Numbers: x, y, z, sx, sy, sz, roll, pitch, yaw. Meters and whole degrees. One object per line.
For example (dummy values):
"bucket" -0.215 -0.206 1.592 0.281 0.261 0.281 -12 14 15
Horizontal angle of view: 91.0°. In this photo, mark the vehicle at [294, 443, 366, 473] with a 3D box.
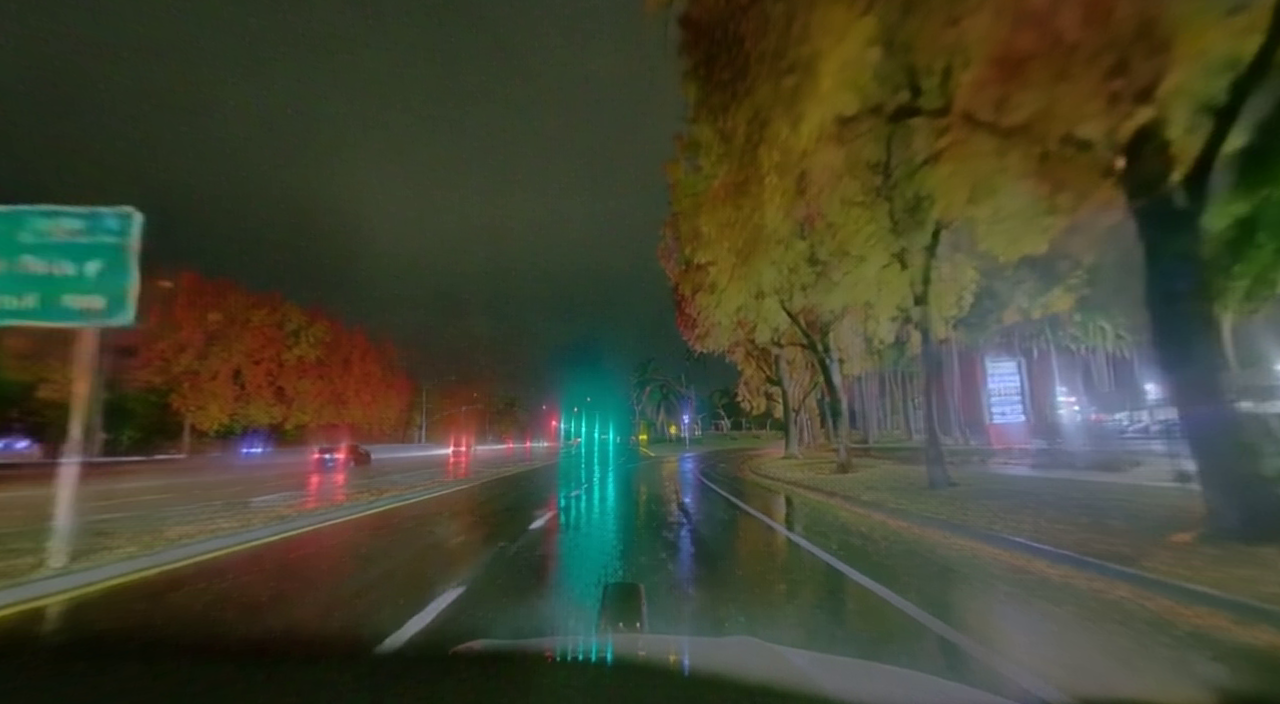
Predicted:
"vehicle" -18.997 6.504 38.801 2.086 1.706 4.412 0 -8 1
